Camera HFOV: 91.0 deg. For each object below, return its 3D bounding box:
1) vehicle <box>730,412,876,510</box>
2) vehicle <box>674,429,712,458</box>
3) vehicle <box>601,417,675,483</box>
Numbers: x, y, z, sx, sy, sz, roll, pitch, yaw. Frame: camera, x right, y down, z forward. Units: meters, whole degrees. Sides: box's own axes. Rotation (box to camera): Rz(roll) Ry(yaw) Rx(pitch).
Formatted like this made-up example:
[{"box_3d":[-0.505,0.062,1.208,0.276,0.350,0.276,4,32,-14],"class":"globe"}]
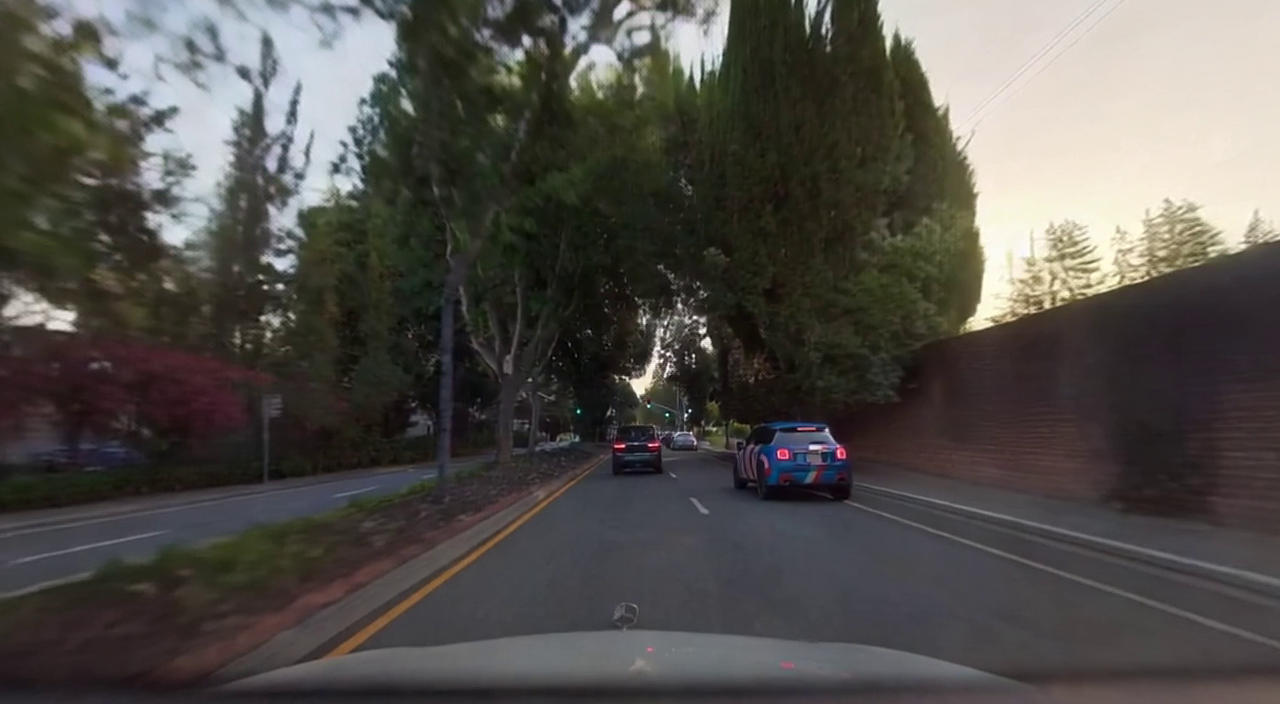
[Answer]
[{"box_3d":[3.172,2.233,13.209,1.840,1.709,4.202,0,-8,-1],"class":"vehicle"},{"box_3d":[3.164,5.552,38.196,1.863,1.610,3.726,0,-8,-1],"class":"vehicle"},{"box_3d":[-0.083,2.884,18.677,1.984,1.777,3.148,0,-8,-1],"class":"vehicle"}]
